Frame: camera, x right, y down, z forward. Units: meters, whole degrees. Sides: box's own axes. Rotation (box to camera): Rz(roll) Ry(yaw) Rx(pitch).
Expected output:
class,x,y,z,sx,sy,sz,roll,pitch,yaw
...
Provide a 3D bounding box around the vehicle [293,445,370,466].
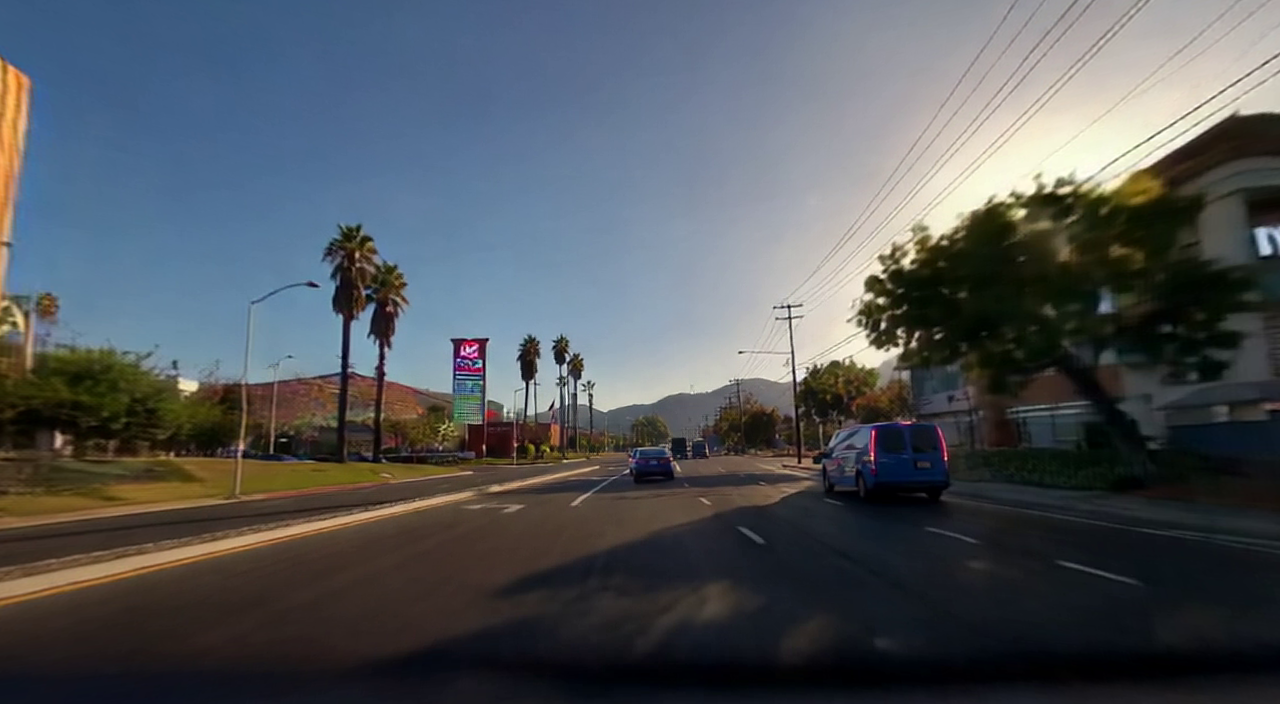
class,x,y,z,sx,sy,sz,roll,pitch,yaw
vehicle,-23.597,7.914,48.255,4.942,1.557,2.032,-1,-9,8

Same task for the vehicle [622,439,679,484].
class,x,y,z,sx,sy,sz,roll,pitch,yaw
vehicle,0.453,4.411,25.588,2.138,1.672,4.168,0,-9,2

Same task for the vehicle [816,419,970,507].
class,x,y,z,sx,sy,sz,roll,pitch,yaw
vehicle,6.257,2.813,16.278,2.107,1.928,4.471,0,-9,0
